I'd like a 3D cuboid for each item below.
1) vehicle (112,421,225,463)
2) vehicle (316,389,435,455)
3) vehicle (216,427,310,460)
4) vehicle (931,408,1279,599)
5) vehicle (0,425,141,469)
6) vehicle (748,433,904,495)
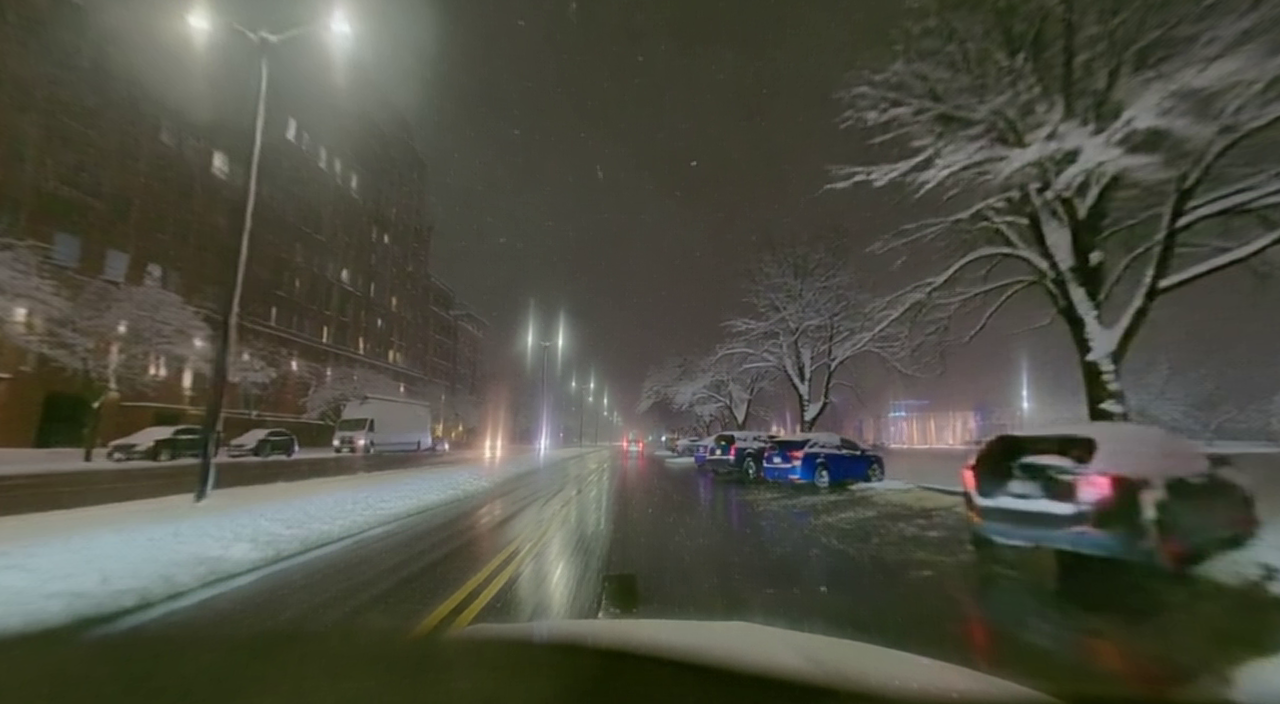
[{"bbox_3d":[-19.063,3.667,25.648,1.792,1.554,3.682,0,-8,-2],"label":"vehicle"},{"bbox_3d":[-19.113,5.417,47.074,3.054,4.140,14.110,-1,-8,-1],"label":"vehicle"},{"bbox_3d":[-18.798,4.583,31.646,1.909,1.518,4.459,-1,-8,0],"label":"vehicle"},{"bbox_3d":[5.144,1.448,6.858,3.765,1.497,1.831,5,-10,-35],"label":"vehicle"},{"bbox_3d":[-19.043,2.908,19.318,2.389,1.206,6.247,-1,-8,1],"label":"vehicle"},{"bbox_3d":[5.039,2.912,16.839,4.275,1.428,1.774,6,-10,-37],"label":"vehicle"}]
